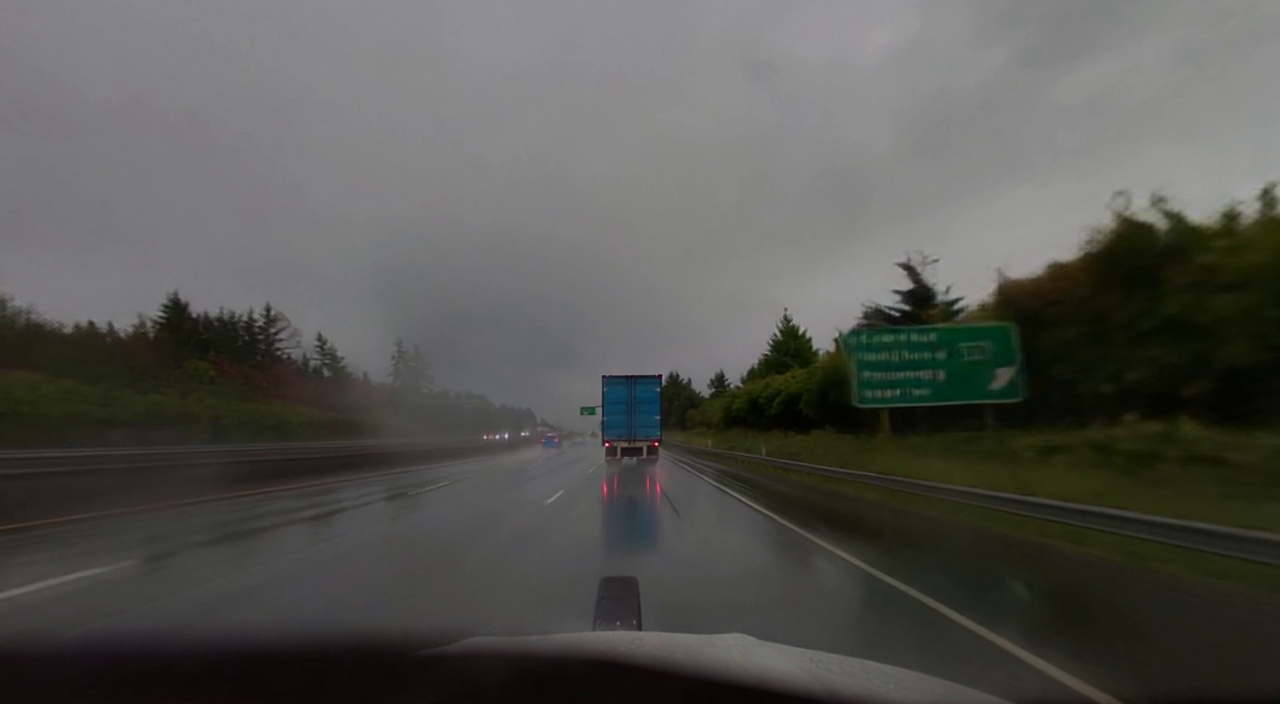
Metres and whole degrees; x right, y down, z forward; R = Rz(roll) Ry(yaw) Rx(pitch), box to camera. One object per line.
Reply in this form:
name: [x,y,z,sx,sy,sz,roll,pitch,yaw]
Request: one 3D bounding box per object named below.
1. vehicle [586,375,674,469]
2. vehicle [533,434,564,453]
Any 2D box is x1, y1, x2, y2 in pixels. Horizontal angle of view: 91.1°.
vehicle: [-0.496,3.506,30.390,3.033,3.223,14.836,4,-7,-1]
vehicle: [-7.167,7.202,49.649,1.856,1.479,3.710,0,-8,0]
